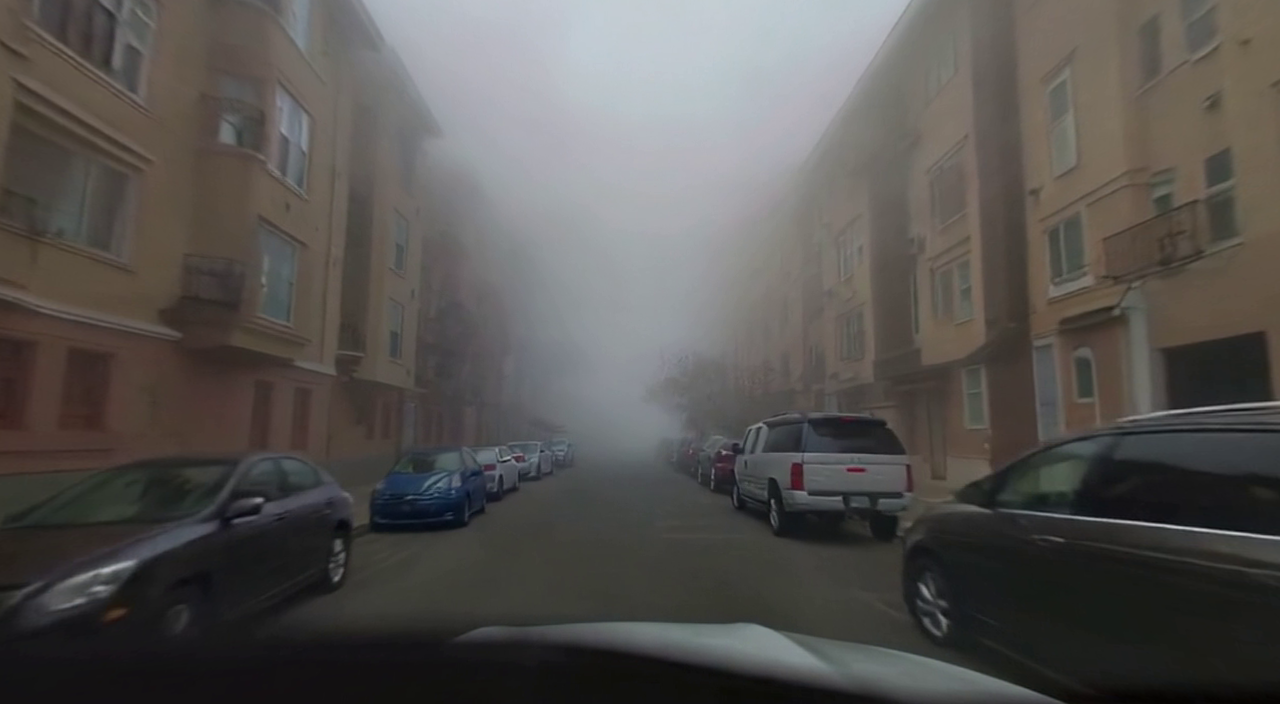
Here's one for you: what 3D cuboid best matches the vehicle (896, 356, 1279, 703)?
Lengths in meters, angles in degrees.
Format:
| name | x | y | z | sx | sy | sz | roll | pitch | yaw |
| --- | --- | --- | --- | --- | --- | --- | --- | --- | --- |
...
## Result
| name | x | y | z | sx | sy | sz | roll | pitch | yaw |
| --- | --- | --- | --- | --- | --- | --- | --- | --- | --- |
| vehicle | 3.120 | 1.024 | 2.886 | 2.032 | 1.684 | 4.564 | 3 | -8 | 0 |

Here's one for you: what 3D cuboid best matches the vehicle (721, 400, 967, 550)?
| name | x | y | z | sx | sy | sz | roll | pitch | yaw |
| --- | --- | --- | --- | --- | --- | --- | --- | --- | --- |
| vehicle | 3.093 | 1.994 | 11.065 | 2.379 | 1.999 | 5.013 | 0 | -8 | -3 |

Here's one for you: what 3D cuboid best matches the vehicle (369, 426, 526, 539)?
| name | x | y | z | sx | sy | sz | roll | pitch | yaw |
| --- | --- | --- | --- | --- | --- | --- | --- | --- | --- |
| vehicle | -3.579 | 2.396 | 12.632 | 1.880 | 1.608 | 4.729 | -2 | -5 | -3 |

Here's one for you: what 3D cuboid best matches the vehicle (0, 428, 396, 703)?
| name | x | y | z | sx | sy | sz | roll | pitch | yaw |
| --- | --- | --- | --- | --- | --- | --- | --- | --- | --- |
| vehicle | -3.384 | 1.338 | 4.570 | 1.885 | 1.433 | 3.714 | -2 | -6 | -2 |
